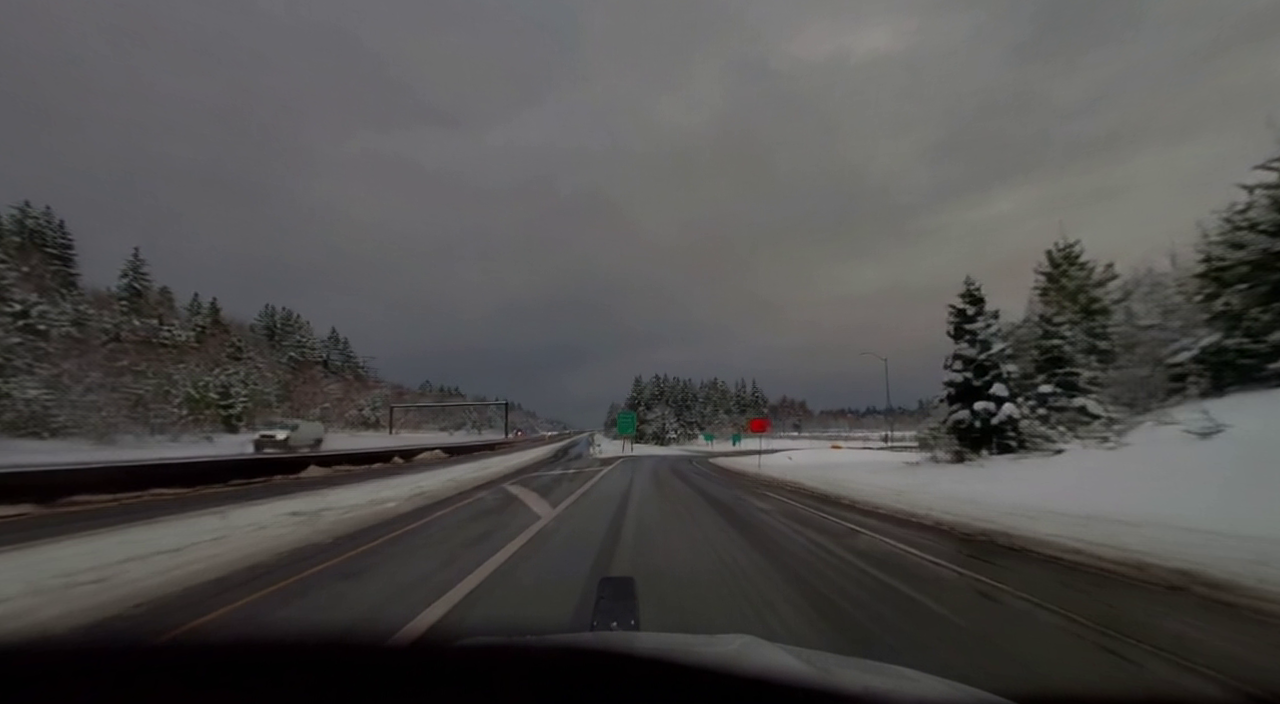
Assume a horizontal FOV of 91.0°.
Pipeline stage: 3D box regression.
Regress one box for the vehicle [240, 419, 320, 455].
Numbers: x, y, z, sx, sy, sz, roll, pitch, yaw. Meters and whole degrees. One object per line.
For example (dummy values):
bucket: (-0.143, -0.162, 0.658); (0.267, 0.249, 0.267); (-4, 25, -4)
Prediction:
vehicle: (-25.953, 6.175, 45.771); (2.208, 2.438, 6.660); (0, -8, -4)
